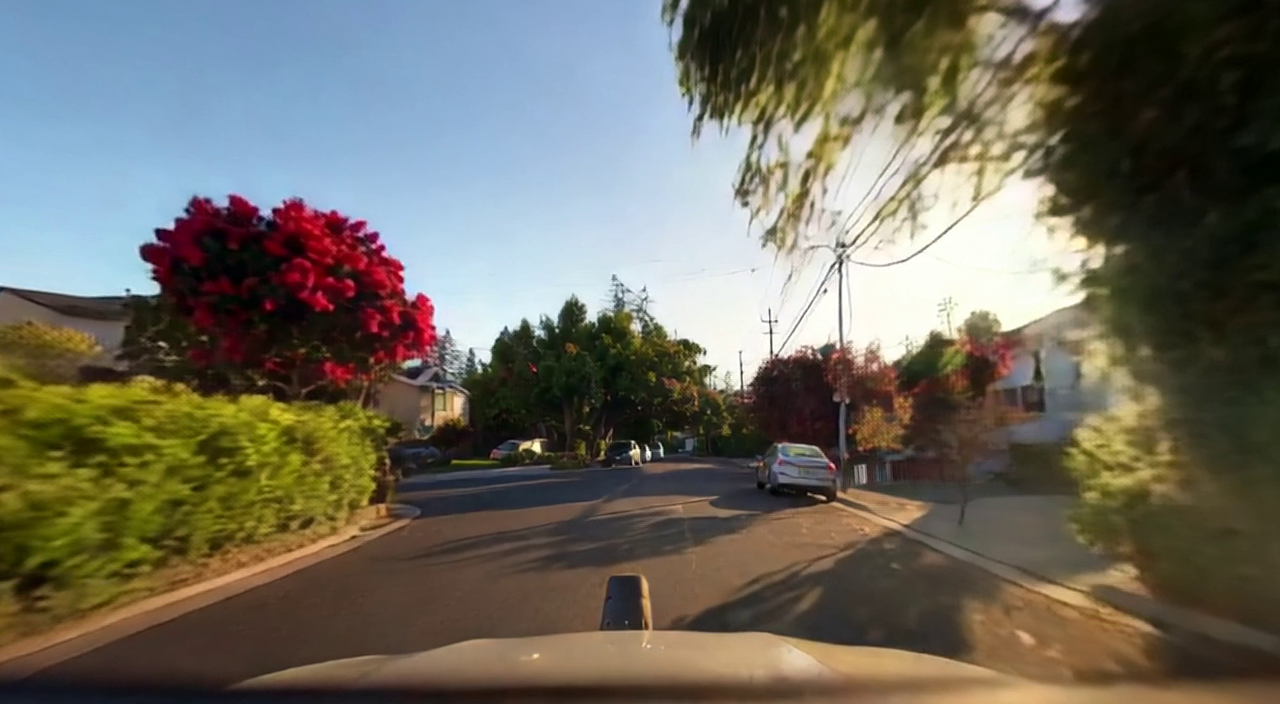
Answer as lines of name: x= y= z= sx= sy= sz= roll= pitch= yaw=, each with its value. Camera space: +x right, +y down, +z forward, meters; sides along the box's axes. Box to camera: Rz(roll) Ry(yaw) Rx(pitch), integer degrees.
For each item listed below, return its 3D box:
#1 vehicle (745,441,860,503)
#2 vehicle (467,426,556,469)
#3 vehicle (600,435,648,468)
vehicle: x=4.284 y=3.255 z=17.587 sx=2.151 sy=1.468 sz=5.066 roll=-1 pitch=-9 yaw=4
vehicle: x=-8.914 y=6.634 z=43.771 sx=5.828 sy=2.818 sz=2.231 roll=2 pitch=-9 yaw=-12
vehicle: x=-0.923 y=6.374 z=40.436 sx=2.463 sy=1.951 sz=5.794 roll=-1 pitch=-9 yaw=4
